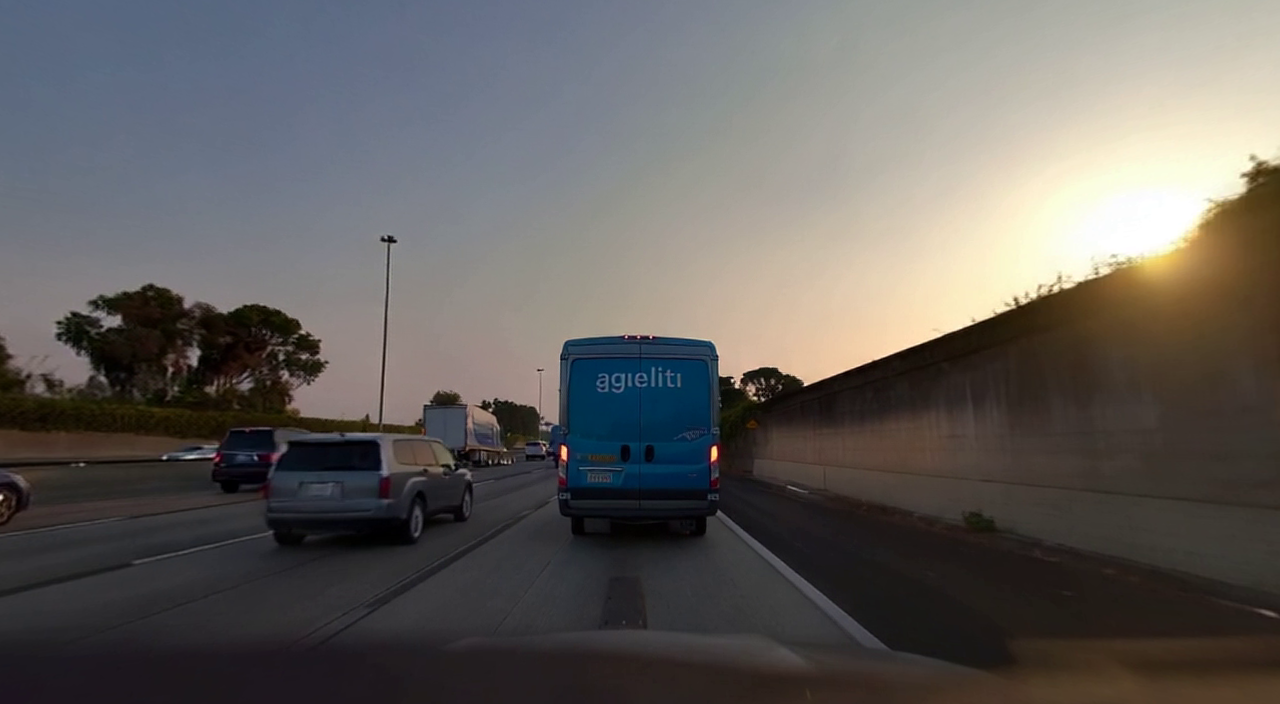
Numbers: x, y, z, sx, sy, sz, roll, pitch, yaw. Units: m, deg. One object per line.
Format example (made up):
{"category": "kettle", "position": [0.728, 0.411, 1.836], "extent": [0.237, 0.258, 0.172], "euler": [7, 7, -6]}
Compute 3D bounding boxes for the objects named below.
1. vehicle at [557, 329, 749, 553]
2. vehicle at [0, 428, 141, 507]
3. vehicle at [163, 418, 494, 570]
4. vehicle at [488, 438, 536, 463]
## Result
{"category": "vehicle", "position": [0.212, 1.535, 10.958], "extent": [2.316, 2.738, 6.398], "euler": [0, -8, 1]}
{"category": "vehicle", "position": [-14.362, 2.647, 14.709], "extent": [1.812, 1.642, 4.323], "euler": [0, -8, 1]}
{"category": "vehicle", "position": [-3.776, 1.819, 8.910], "extent": [2.212, 1.551, 4.658], "euler": [0, -8, 1]}
{"category": "vehicle", "position": [-9.156, 7.070, 45.518], "extent": [1.934, 1.567, 4.536], "euler": [-1, -7, 8]}
